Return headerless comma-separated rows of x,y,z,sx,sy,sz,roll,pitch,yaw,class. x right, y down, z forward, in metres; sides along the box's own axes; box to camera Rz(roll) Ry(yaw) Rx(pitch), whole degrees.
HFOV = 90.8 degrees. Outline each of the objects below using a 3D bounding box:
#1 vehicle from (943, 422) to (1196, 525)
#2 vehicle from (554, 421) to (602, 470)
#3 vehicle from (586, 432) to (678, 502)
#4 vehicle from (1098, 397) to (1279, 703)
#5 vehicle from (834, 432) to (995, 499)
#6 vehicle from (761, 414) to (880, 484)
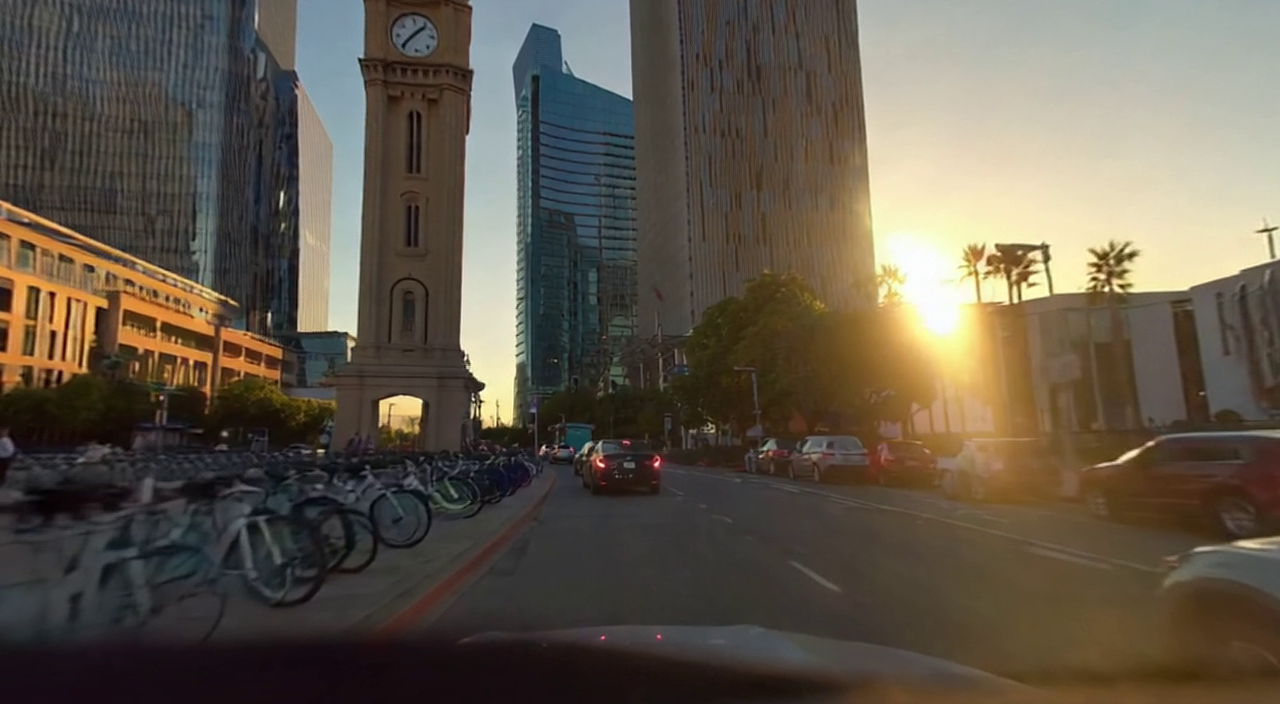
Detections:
8.204,2.322,12.676,1.860,1.684,4.211,1,-8,-5,vehicle
-4.089,5.984,40.701,2.400,2.872,6.053,2,-8,-11,vehicle
-0.338,2.960,16.728,2.111,1.605,3.832,1,-8,-5,vehicle
3.515,0.716,0.898,2.116,1.500,4.702,0,-8,-2,vehicle
7.639,3.189,18.304,1.945,1.623,5.013,1,-8,-7,vehicle
6.882,3.791,24.928,2.377,2.429,5.532,1,-8,-8,vehicle
